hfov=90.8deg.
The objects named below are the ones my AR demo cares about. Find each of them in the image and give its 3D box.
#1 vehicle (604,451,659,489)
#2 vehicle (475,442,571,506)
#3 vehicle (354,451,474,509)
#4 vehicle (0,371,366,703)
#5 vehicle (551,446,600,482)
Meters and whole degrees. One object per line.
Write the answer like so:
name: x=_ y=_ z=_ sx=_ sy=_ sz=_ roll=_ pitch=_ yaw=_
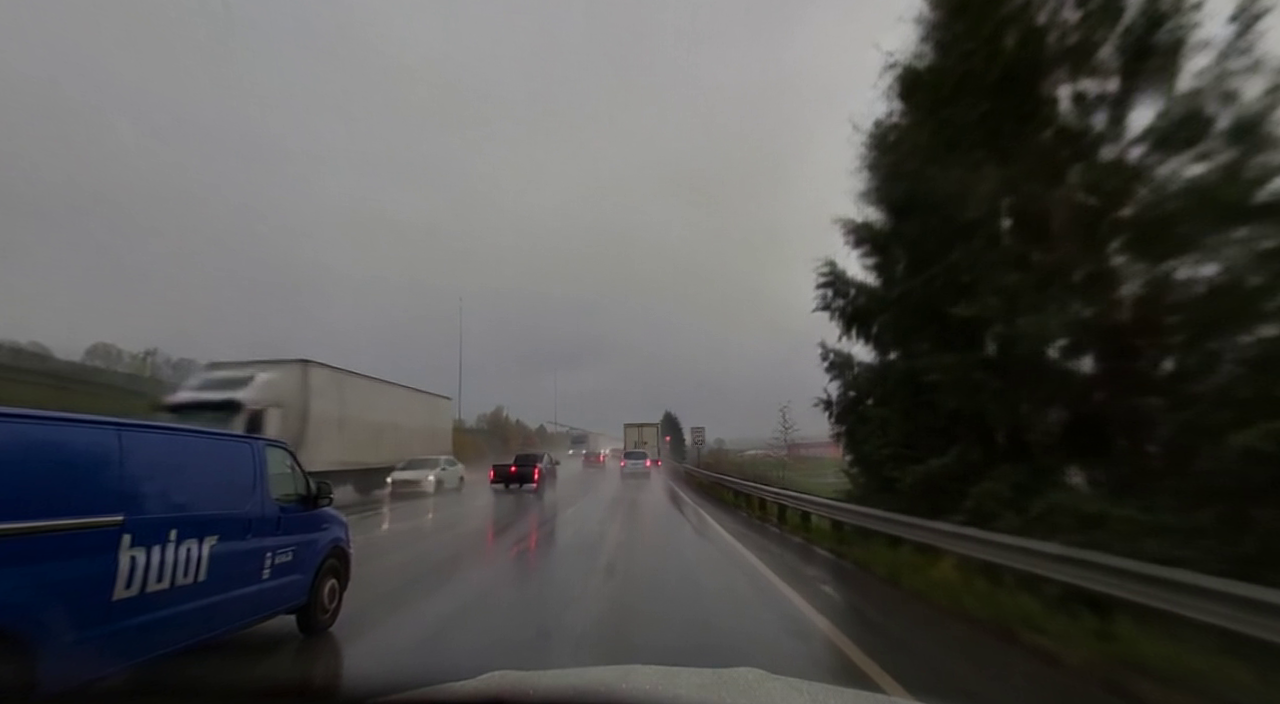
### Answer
vehicle: x=-0.353 y=4.781 z=25.919 sx=2.095 sy=1.393 sz=3.908 roll=0 pitch=-9 yaw=-1
vehicle: x=-3.198 y=3.427 z=18.153 sx=1.937 sy=1.600 sz=4.141 roll=0 pitch=-9 yaw=1
vehicle: x=-6.736 y=3.834 z=19.462 sx=1.932 sy=1.524 sz=4.777 roll=0 pitch=-9 yaw=0
vehicle: x=-3.338 y=1.023 z=2.878 sx=2.117 sy=1.688 sz=4.582 roll=0 pitch=-9 yaw=0
vehicle: x=-3.138 y=5.574 z=31.645 sx=1.994 sy=1.663 sz=4.047 roll=0 pitch=-9 yaw=1
